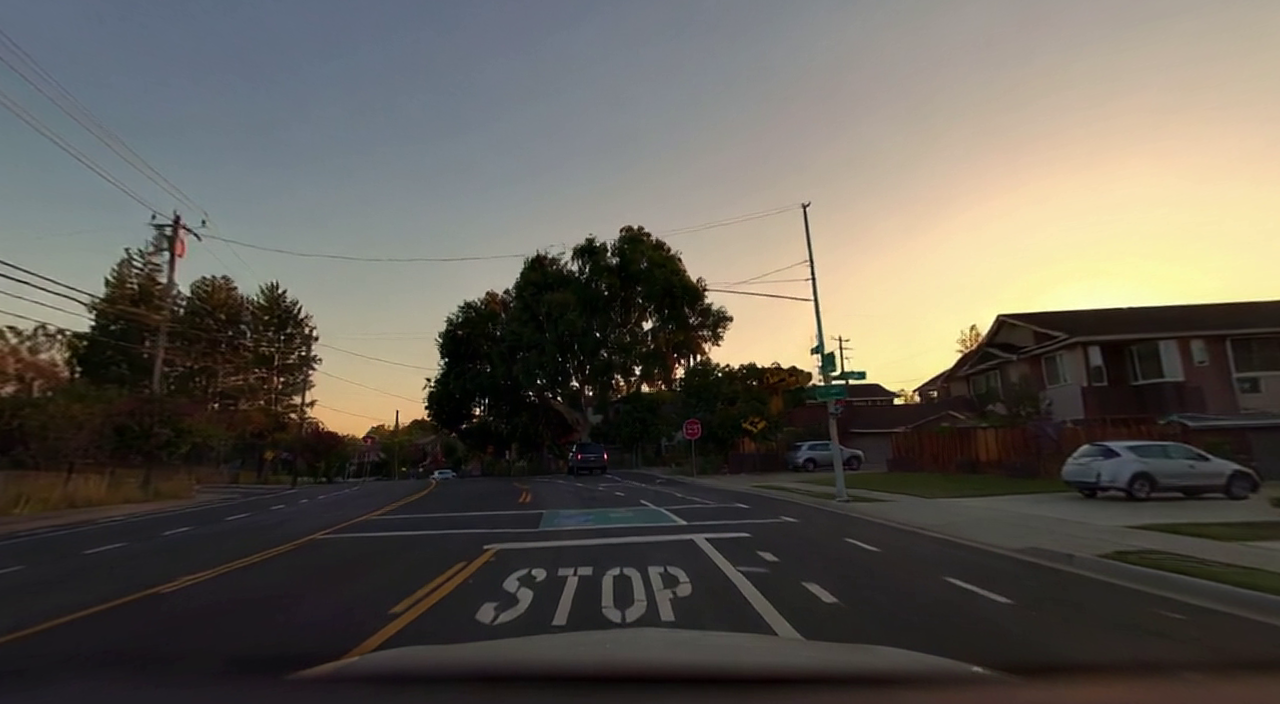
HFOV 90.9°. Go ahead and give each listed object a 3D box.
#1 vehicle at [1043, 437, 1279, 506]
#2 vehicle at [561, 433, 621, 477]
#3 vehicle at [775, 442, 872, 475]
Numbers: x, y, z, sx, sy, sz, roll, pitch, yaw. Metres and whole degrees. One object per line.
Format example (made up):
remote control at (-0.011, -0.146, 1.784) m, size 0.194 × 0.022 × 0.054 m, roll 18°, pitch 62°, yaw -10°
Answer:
vehicle at (12.429, 2.798, 15.007) m, size 4.383 × 1.508 × 1.884 m, roll 0°, pitch -8°, yaw -3°
vehicle at (-2.470, 4.902, 30.520) m, size 2.284 × 1.741 × 4.702 m, roll 4°, pitch -7°, yaw -10°
vehicle at (9.791, 5.675, 33.777) m, size 4.582 × 1.707 × 1.934 m, roll 1°, pitch -9°, yaw -10°
